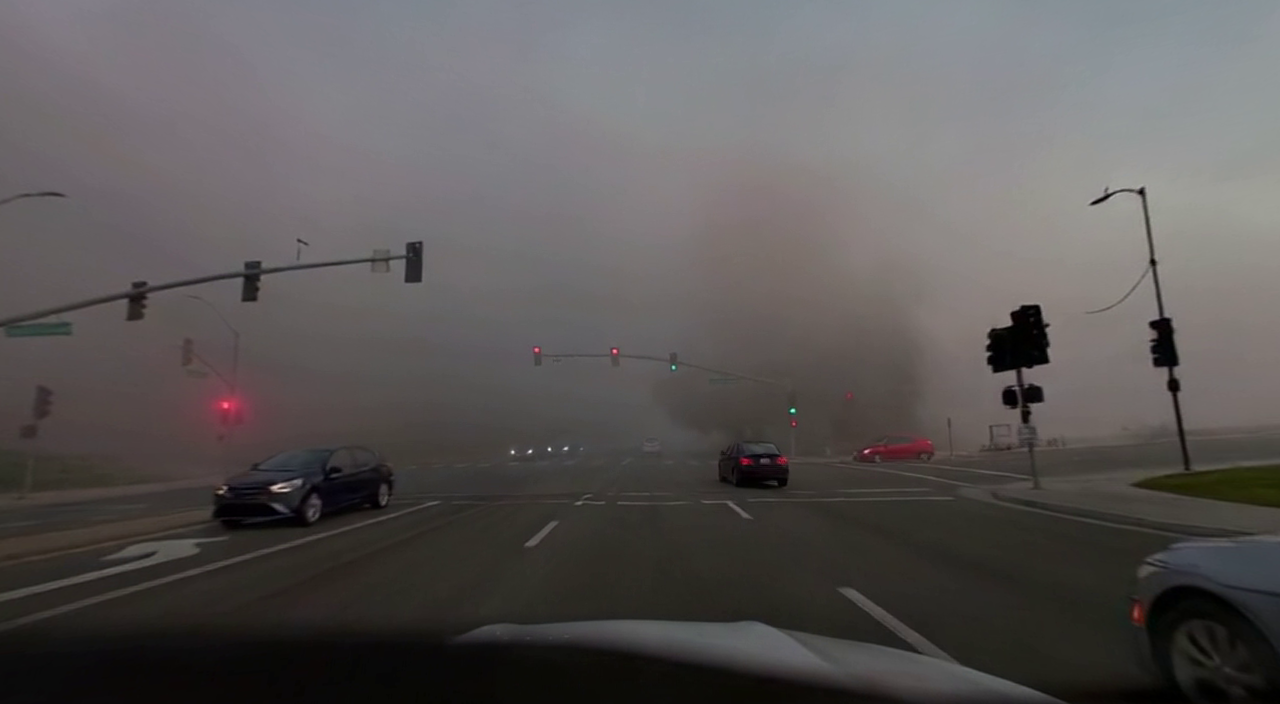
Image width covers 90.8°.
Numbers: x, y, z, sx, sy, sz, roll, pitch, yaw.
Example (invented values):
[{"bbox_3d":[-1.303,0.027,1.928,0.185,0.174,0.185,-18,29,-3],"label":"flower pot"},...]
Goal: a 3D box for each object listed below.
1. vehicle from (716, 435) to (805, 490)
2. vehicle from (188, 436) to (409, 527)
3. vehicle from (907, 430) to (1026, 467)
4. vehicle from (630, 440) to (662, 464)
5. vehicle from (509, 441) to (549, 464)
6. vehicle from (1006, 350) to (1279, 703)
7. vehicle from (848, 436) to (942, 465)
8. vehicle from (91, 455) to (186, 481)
[{"bbox_3d":[3.537,3.330,19.330,1.842,1.480,4.155,0,-8,0],"label":"vehicle"},{"bbox_3d":[-6.463,2.467,12.664,2.038,1.484,4.273,0,-8,0],"label":"vehicle"},{"bbox_3d":[15.855,4.701,30.858,4.599,1.731,2.155,0,-8,0],"label":"vehicle"},{"bbox_3d":[0.360,6.618,42.026,2.008,1.464,4.052,0,-8,-1],"label":"vehicle"},{"bbox_3d":[-7.760,7.094,44.403,1.933,1.455,4.562,-3,-10,0],"label":"vehicle"},{"bbox_3d":[3.372,0.682,1.492,2.174,1.596,4.779,0,-8,1],"label":"vehicle"},{"bbox_3d":[13.945,5.413,34.771,4.370,1.517,1.939,-1,-8,4],"label":"vehicle"},{"bbox_3d":[-31.152,7.198,39.396,4.307,1.467,1.928,5,-10,-30],"label":"vehicle"}]
